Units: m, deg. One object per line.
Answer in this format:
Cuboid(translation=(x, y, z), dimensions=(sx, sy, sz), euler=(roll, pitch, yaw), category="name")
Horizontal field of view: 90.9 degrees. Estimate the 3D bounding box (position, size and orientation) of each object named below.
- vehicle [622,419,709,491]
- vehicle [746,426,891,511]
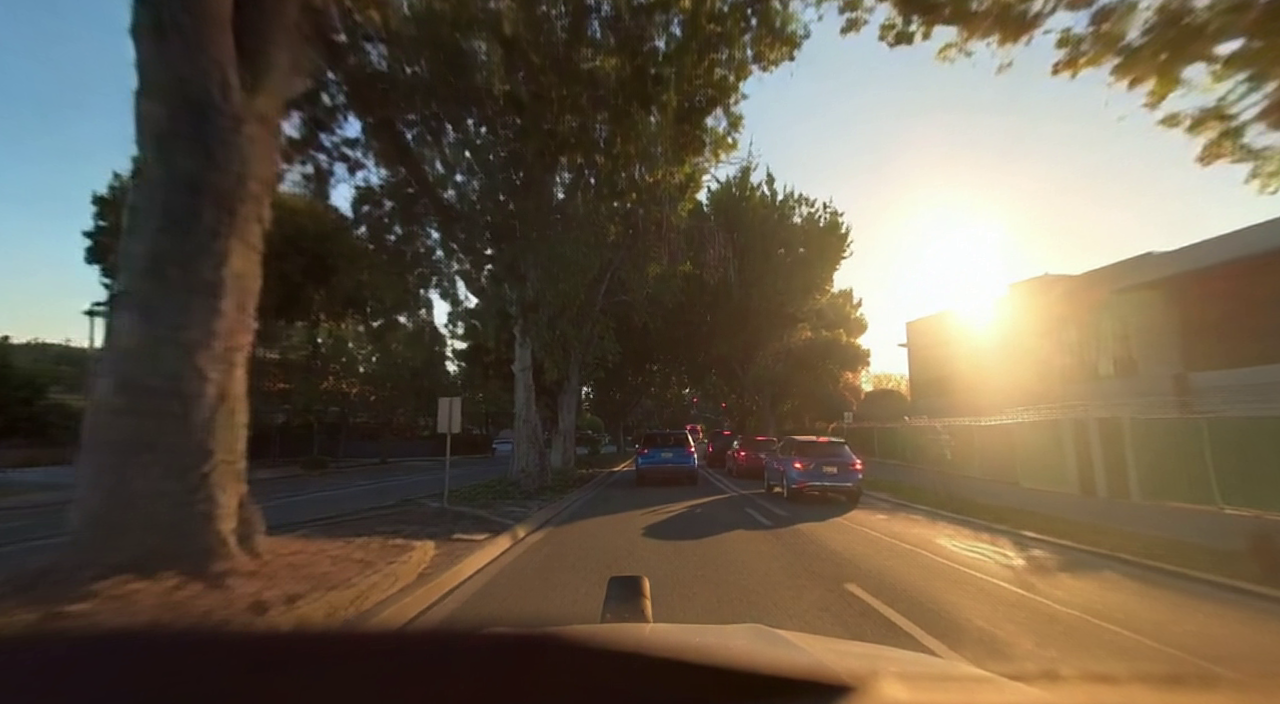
Cuboid(translation=(0.770, 3.141, 19.451), dimensions=(2.386, 1.947, 4.168), euler=(-1, -9, 2), category="vehicle")
Cuboid(translation=(4.035, 2.741, 15.295), dimensions=(2.138, 1.699, 4.852), euler=(0, -9, 1), category="vehicle")
